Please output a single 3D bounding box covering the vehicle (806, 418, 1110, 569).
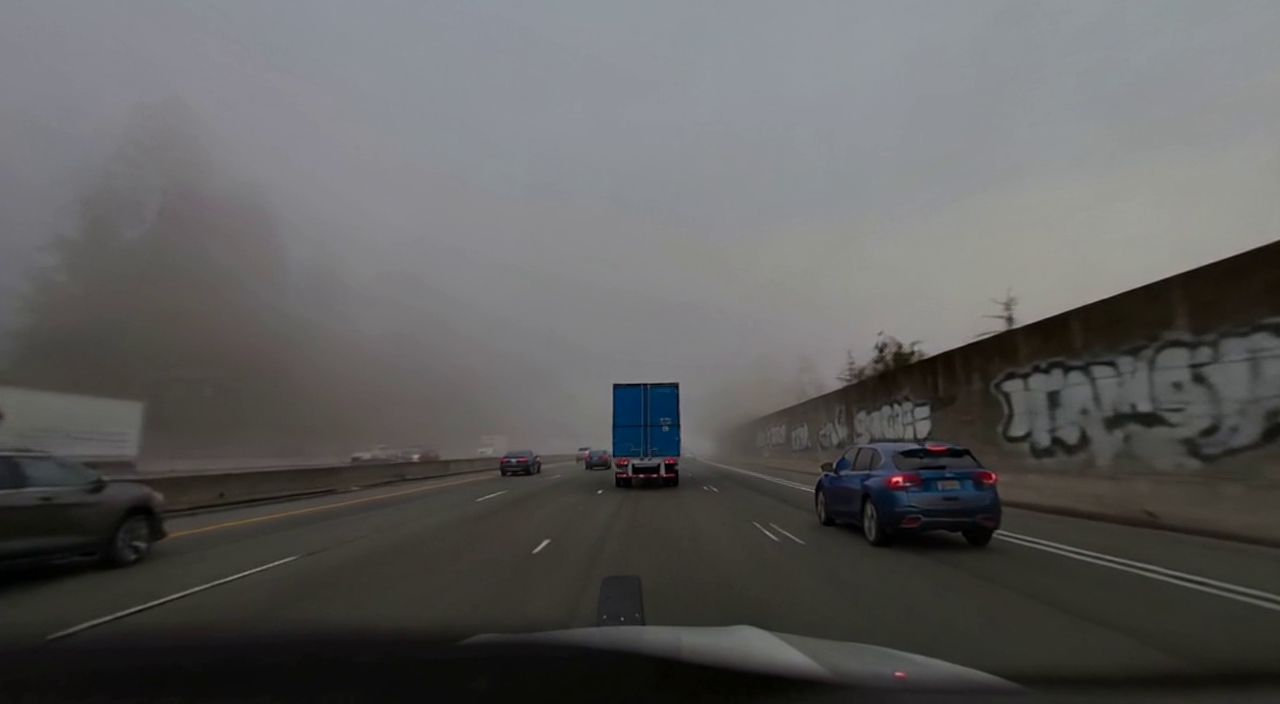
[{"bbox_3d":[4.170,1.948,9.377,2.205,1.689,4.403,0,-9,0],"label":"vehicle"}]

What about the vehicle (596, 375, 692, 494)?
[{"bbox_3d":[0.120,3.295,24.351,2.915,3.661,9.741,0,-9,0],"label":"vehicle"}]

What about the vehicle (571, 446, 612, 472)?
[{"bbox_3d":[-2.892,6.487,38.347,2.020,1.505,4.171,0,-9,2],"label":"vehicle"}]

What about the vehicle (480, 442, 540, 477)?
[{"bbox_3d":[-6.372,5.351,31.416,2.005,1.607,4.042,-1,-9,2],"label":"vehicle"}]

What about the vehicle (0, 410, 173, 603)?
[{"bbox_3d":[-6.687,1.278,5.017,2.134,1.662,4.851,0,-9,1],"label":"vehicle"}]

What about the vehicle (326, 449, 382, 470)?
[{"bbox_3d":[-20.754,7.822,45.909,1.806,1.455,4.426,-1,-9,3],"label":"vehicle"}]
